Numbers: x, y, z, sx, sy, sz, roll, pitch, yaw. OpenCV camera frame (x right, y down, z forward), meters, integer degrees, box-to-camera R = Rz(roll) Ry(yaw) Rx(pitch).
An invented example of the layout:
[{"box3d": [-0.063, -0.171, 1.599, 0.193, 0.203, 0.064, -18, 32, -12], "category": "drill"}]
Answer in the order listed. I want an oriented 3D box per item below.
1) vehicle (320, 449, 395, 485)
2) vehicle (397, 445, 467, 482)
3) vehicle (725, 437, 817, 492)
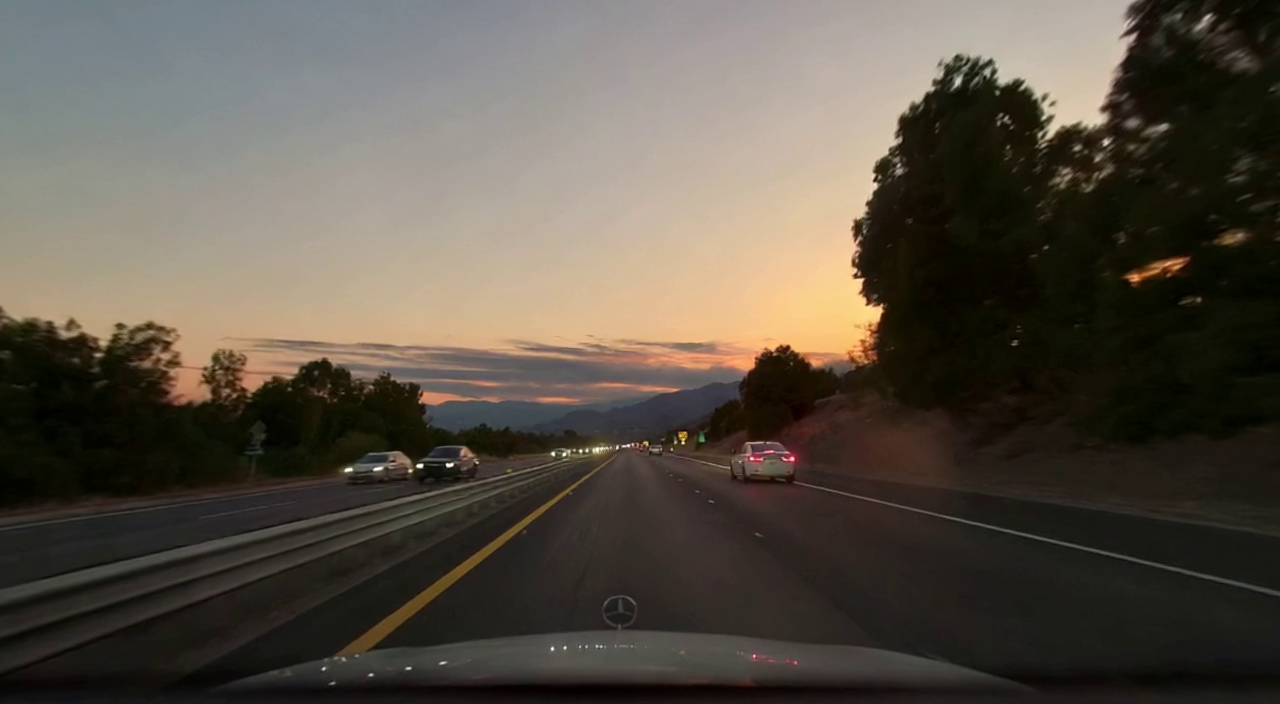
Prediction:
[{"box3d": [-14.096, 5.741, 31.604, 1.966, 1.626, 4.331, 0, -9, -3], "category": "vehicle"}, {"box3d": [-9.953, 5.361, 30.401, 1.989, 1.630, 4.358, 0, -9, -1], "category": "vehicle"}, {"box3d": [4.054, 3.555, 20.099, 2.001, 1.555, 4.098, 0, -9, 0], "category": "vehicle"}]
